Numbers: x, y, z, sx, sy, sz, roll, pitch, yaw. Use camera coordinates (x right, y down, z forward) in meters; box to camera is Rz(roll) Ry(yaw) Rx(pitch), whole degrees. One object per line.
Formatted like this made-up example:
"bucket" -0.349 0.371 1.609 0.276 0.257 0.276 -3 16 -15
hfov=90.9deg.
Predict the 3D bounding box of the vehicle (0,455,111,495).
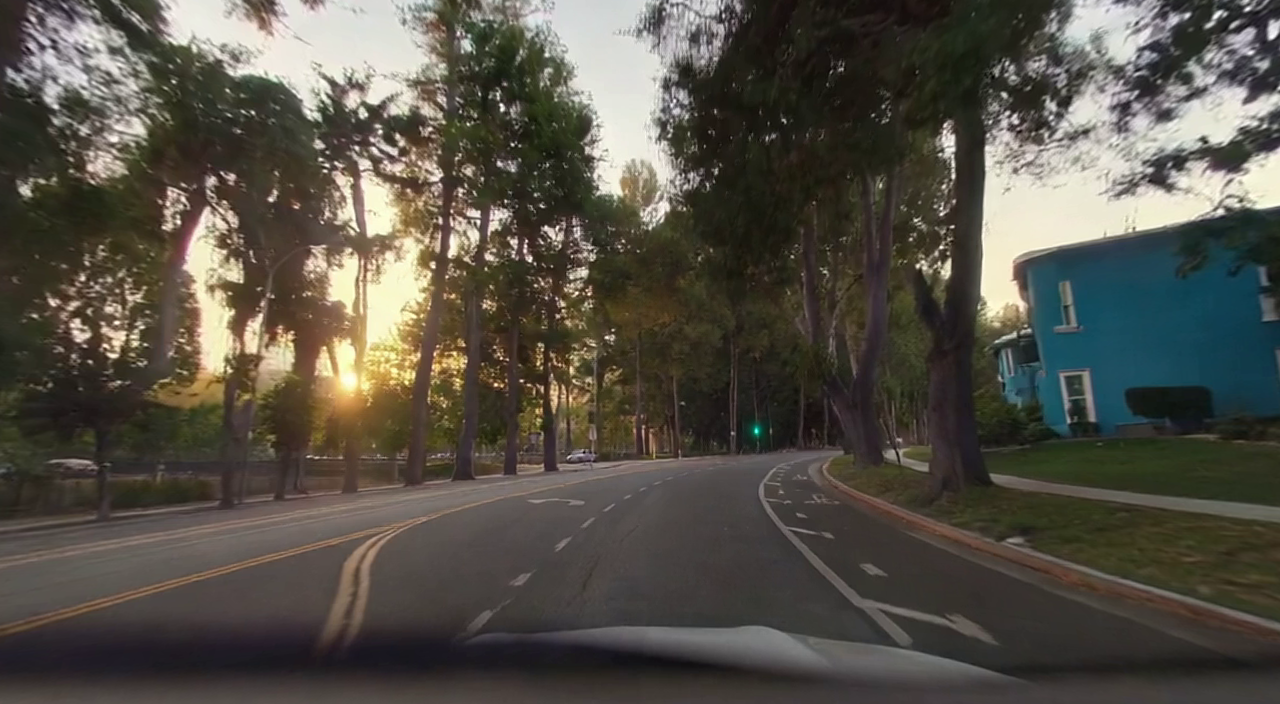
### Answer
"vehicle" -38.414 8.028 41.228 6.662 2.398 2.719 -5 -11 22
